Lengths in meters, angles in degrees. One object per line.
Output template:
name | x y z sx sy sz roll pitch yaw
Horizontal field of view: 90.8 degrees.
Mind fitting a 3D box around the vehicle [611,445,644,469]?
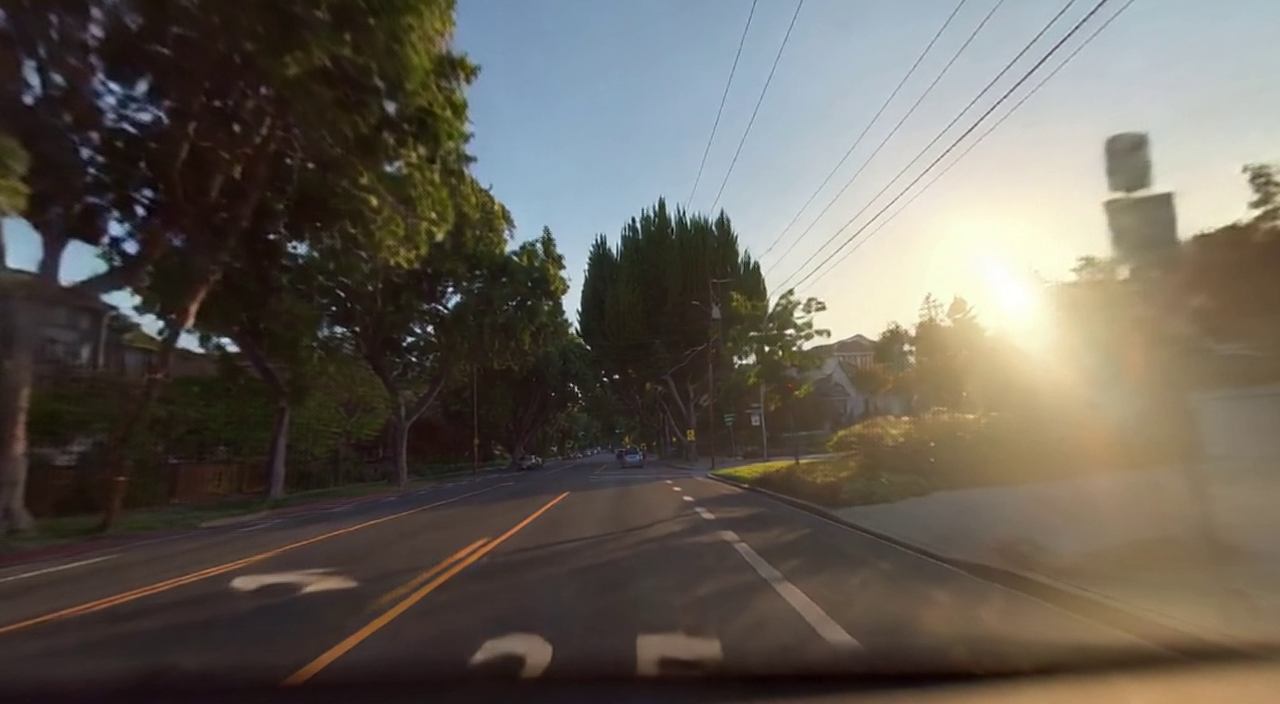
vehicle | -0.843 6.867 41.587 2.104 1.500 3.815 0 -9 -1
